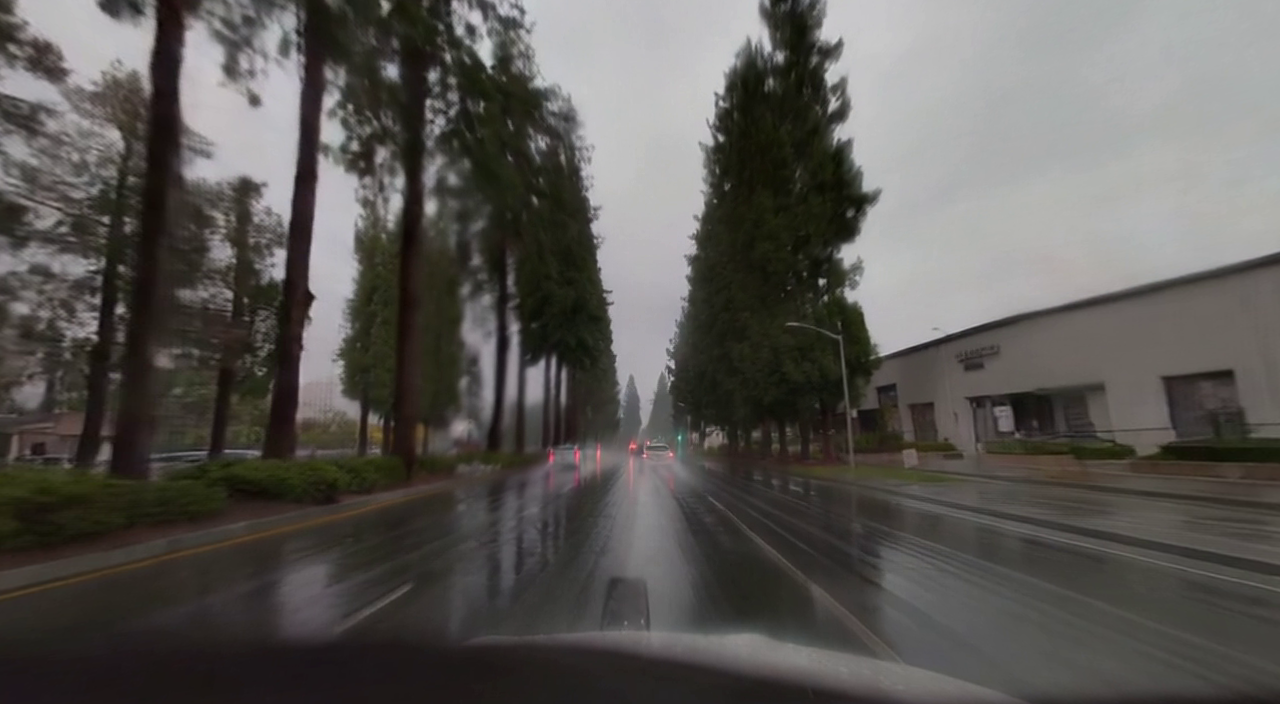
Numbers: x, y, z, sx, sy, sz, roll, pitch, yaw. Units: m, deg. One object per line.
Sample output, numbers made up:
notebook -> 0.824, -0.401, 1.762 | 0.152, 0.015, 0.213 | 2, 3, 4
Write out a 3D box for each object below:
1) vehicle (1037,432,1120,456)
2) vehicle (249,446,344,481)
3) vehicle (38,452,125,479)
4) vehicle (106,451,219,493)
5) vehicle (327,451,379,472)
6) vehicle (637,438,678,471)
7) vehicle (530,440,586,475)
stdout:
vehicle -> 32.917, 6.905, 47.411 | 4.458, 1.761, 2.424 | 0, -8, -4
vehicle -> -18.562, 6.000, 34.413 | 2.021, 1.732, 5.410 | 0, -8, 1
vehicle -> -44.135, 8.960, 49.892 | 4.856, 1.971, 2.163 | 0, -8, 2
vehicle -> -22.862, 5.736, 30.467 | 1.887, 1.801, 4.587 | 0, -8, -1
vehicle -> -22.450, 8.565, 49.543 | 1.849, 1.568, 4.397 | 0, -8, 2
vehicle -> 0.843, 5.203, 32.188 | 1.922, 1.579, 3.642 | 0, -8, -1
vehicle -> -3.703, 4.853, 29.262 | 1.908, 1.481, 4.536 | 0, -8, 1
